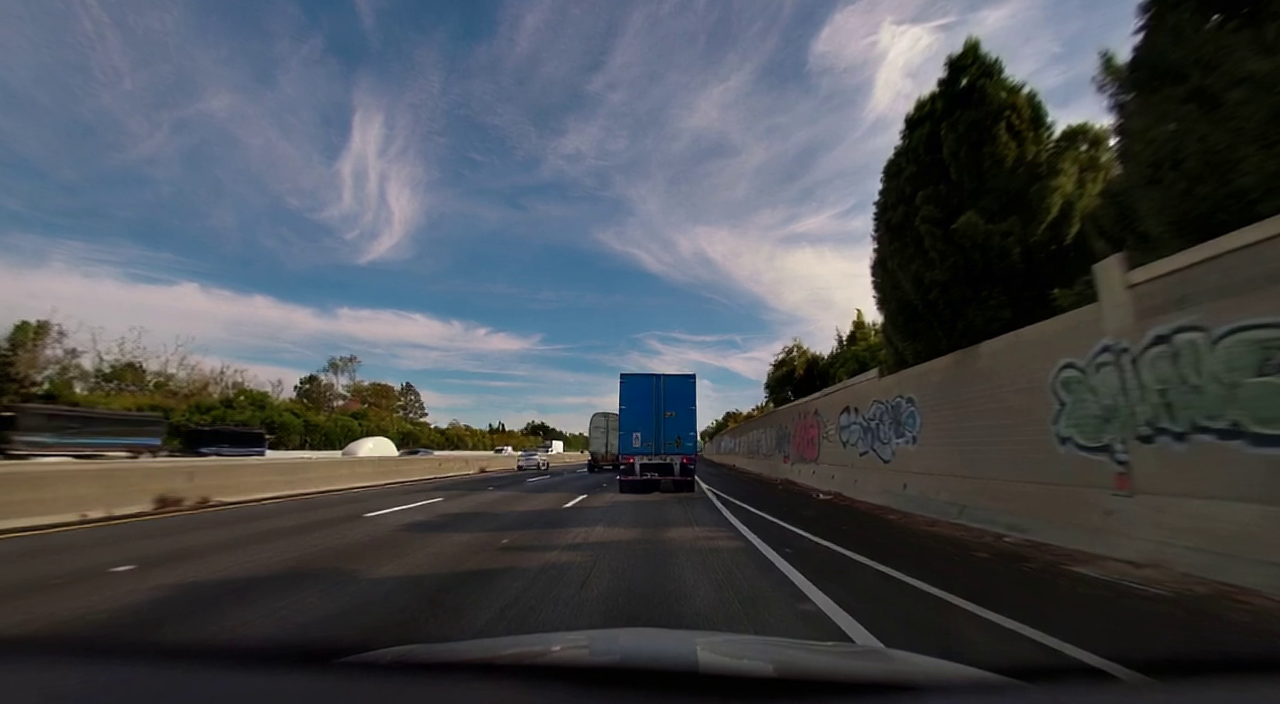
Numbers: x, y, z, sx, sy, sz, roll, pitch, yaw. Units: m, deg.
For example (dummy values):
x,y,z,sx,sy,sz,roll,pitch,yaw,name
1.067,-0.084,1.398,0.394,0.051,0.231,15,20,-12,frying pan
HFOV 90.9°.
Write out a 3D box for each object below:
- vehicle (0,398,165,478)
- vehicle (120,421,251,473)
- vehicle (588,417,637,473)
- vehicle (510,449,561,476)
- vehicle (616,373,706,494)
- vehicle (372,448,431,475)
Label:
x,y,z,sx,sy,sz,roll,pitch,yaw,name
-25.214,3.816,27.810,2.651,3.031,7.034,0,-9,3,vehicle
-24.519,5.184,34.379,2.602,2.581,5.506,-1,-9,6,vehicle
-1.885,6.946,46.968,2.713,3.704,9.148,0,-9,3,vehicle
-6.159,6.567,37.785,1.962,1.471,4.792,0,-9,4,vehicle
1.009,3.554,26.723,2.997,4.069,10.871,0,-9,3,vehicle
-14.724,6.753,39.101,1.910,1.554,3.915,0,-9,3,vehicle
